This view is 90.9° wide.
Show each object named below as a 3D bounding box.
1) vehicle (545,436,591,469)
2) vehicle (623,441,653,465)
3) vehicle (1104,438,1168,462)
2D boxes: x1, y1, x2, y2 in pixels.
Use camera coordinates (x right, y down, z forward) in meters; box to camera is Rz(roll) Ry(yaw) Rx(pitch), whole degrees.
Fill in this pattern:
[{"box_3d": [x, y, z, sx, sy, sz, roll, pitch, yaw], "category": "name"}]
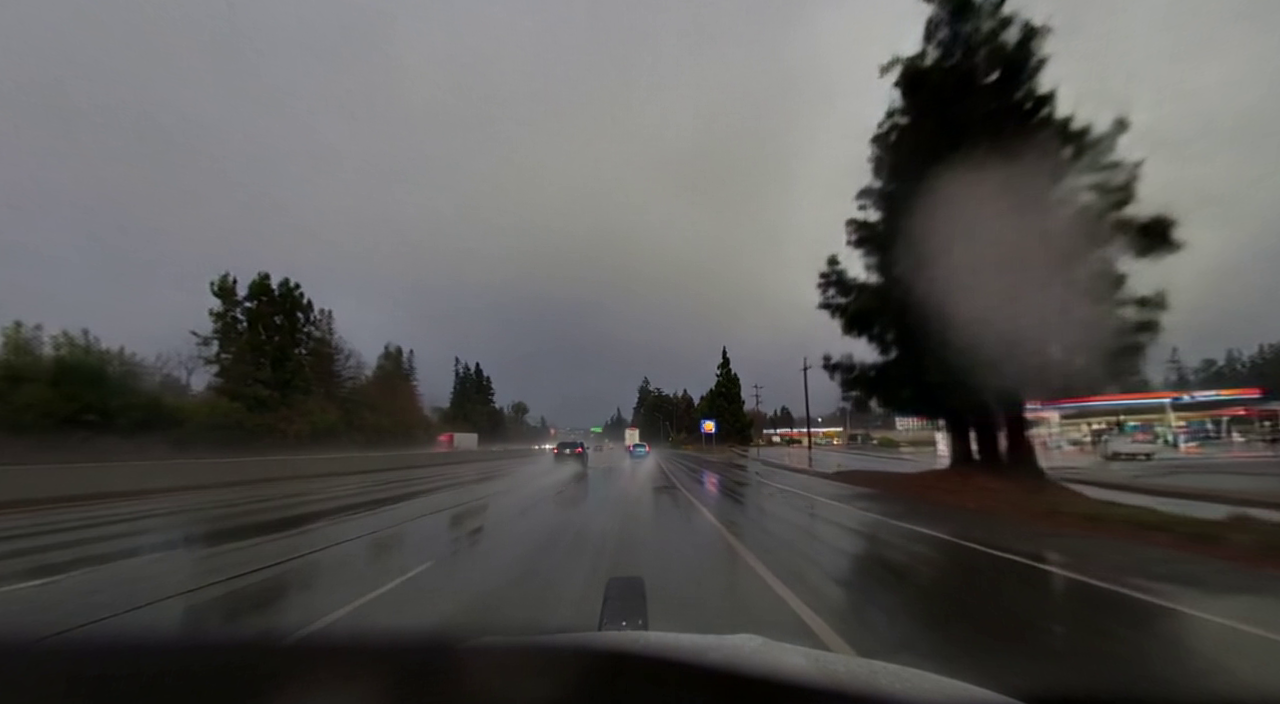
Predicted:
[{"box_3d": [-4.365, 6.201, 39.057, 2.273, 1.884, 4.515, 0, -8, 0], "category": "vehicle"}, {"box_3d": [-0.168, 7.029, 44.012, 1.982, 1.524, 3.800, 0, -8, -2], "category": "vehicle"}, {"box_3d": [34.537, 6.837, 43.860, 4.744, 1.460, 2.103, 7, -15, -36], "category": "vehicle"}]
